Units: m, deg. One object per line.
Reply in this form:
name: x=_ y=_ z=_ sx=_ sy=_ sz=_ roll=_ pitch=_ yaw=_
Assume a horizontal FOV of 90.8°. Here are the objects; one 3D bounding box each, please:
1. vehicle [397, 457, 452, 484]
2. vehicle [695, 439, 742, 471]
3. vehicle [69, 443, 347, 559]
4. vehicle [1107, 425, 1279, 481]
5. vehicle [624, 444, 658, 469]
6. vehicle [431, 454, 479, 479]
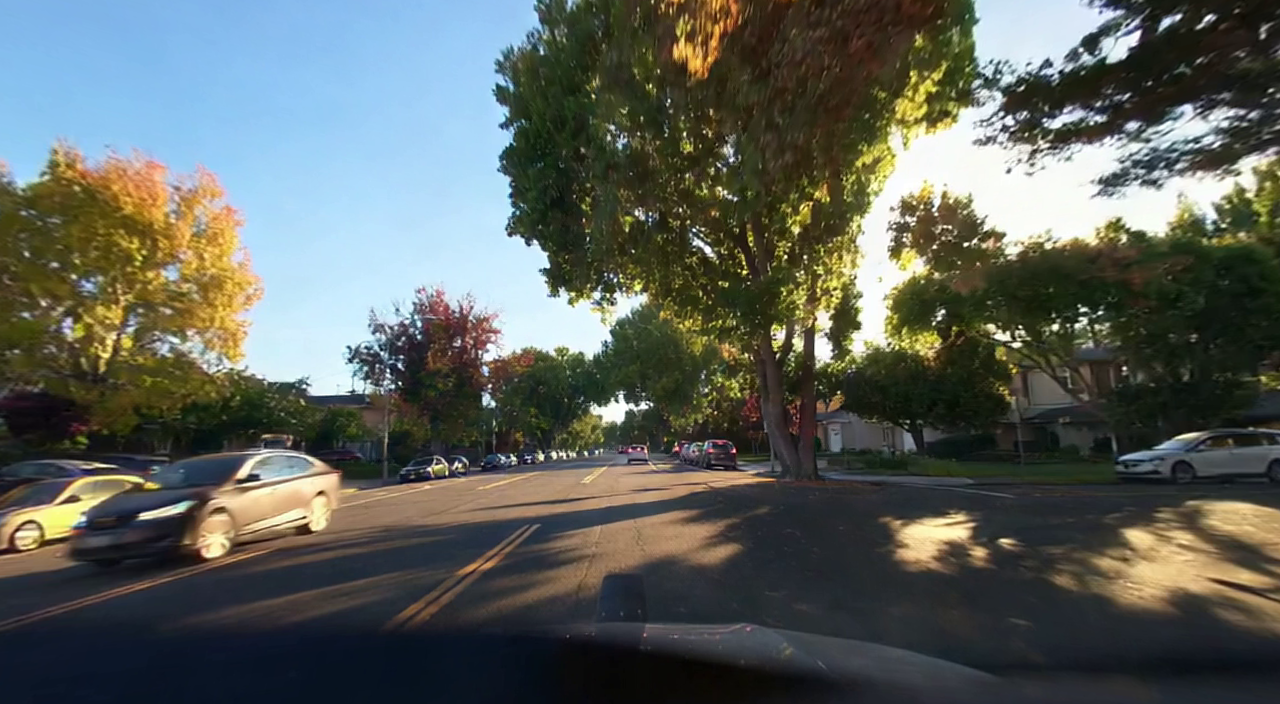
vehicle: x=-13.005 y=7.172 z=38.403 sx=1.834 sy=1.467 sz=4.357 roll=0 pitch=-9 yaw=0
vehicle: x=4.650 y=6.177 z=38.124 sx=2.022 sy=1.799 sz=5.105 roll=0 pitch=-9 yaw=-2
vehicle: x=-7.409 y=2.537 z=11.563 sx=1.990 sy=1.684 sz=4.347 roll=0 pitch=-9 yaw=0
vehicle: x=18.738 y=3.330 z=20.962 sx=4.755 sy=1.733 sz=2.029 roll=0 pitch=-9 yaw=1
vehicle: x=0.017 y=6.435 z=39.044 sx=2.022 sy=1.471 sz=3.973 roll=0 pitch=-9 yaw=-1
vehicle: x=-12.879 y=7.983 z=44.295 sx=1.880 sy=1.523 sz=4.833 roll=0 pitch=-9 yaw=1
